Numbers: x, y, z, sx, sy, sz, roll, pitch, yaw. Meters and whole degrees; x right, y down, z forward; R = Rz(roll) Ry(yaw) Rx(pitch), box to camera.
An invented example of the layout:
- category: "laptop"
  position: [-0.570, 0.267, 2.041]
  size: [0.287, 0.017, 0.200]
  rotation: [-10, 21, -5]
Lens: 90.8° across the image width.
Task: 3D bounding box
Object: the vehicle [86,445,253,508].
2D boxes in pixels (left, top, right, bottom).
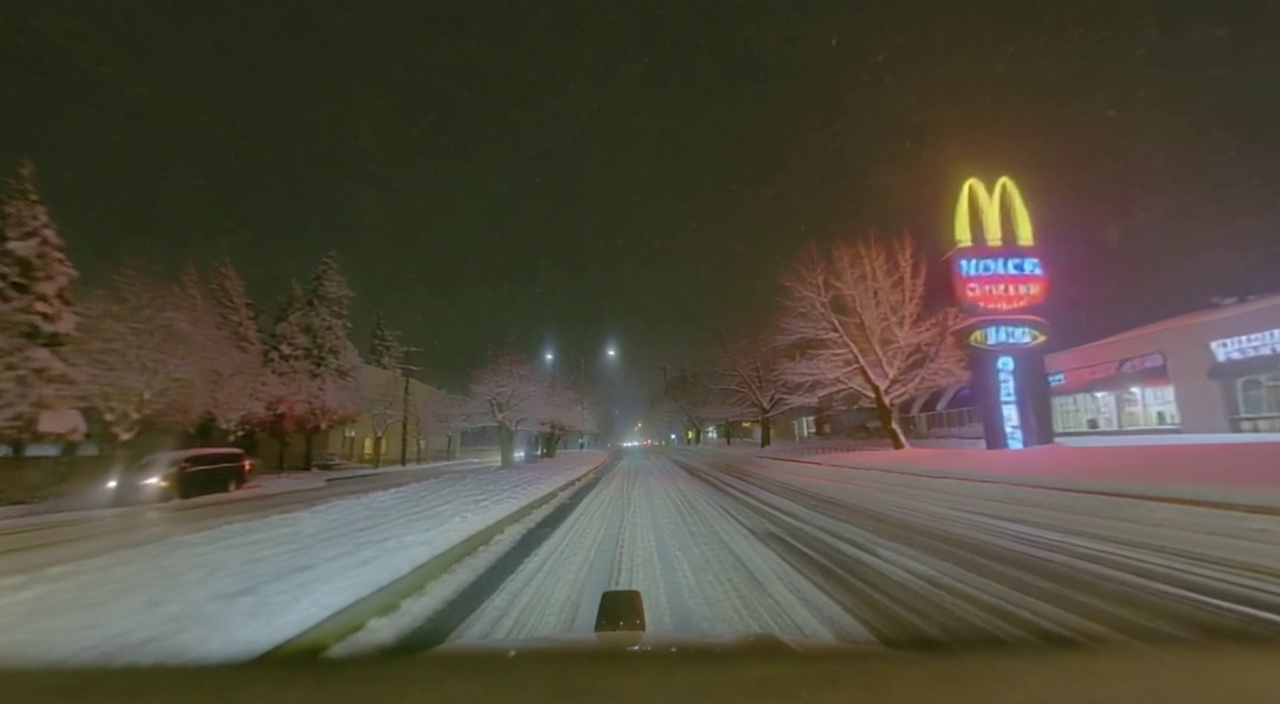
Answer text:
- category: "vehicle"
  position: [-19.406, 5.094, 26.625]
  size: [2.648, 2.106, 6.148]
  rotation: [-2, -8, -3]
